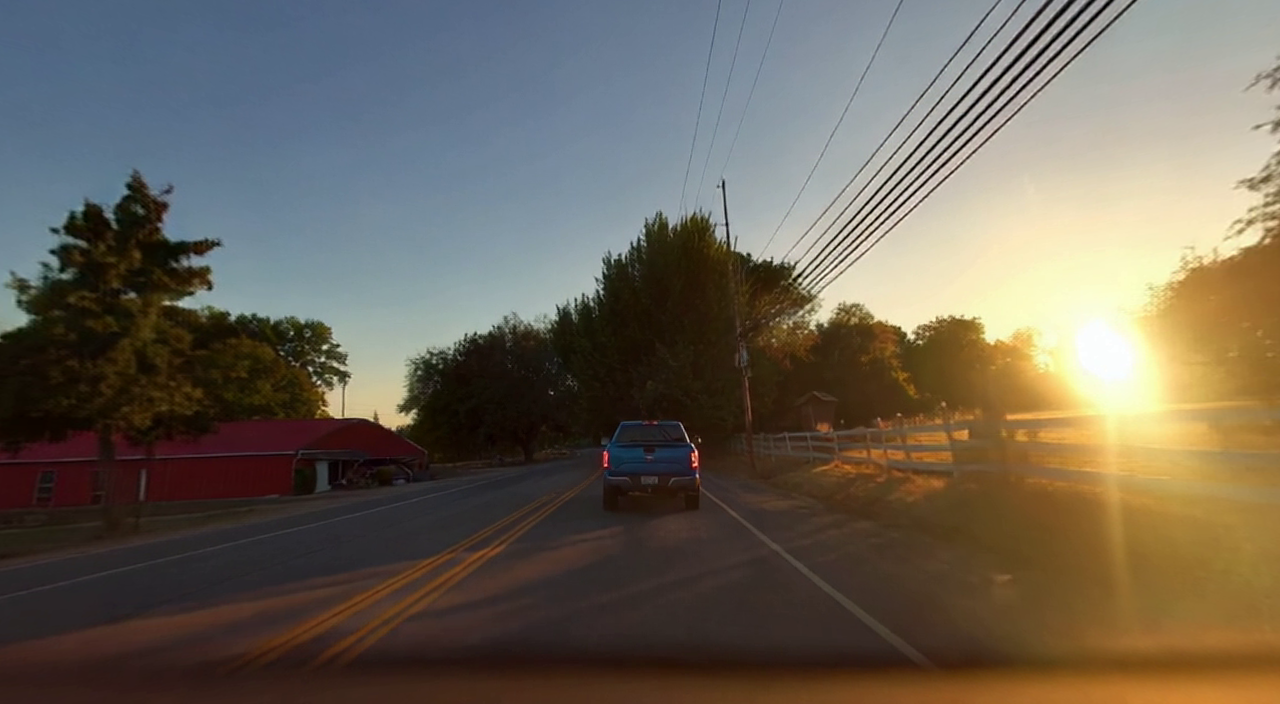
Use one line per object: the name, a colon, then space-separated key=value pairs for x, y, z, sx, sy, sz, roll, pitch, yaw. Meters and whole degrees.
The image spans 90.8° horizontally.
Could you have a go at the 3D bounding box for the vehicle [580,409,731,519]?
vehicle: x=0.231 y=2.465 z=14.480 sx=2.693 sy=1.941 sz=6.356 roll=0 pitch=-9 yaw=-1
